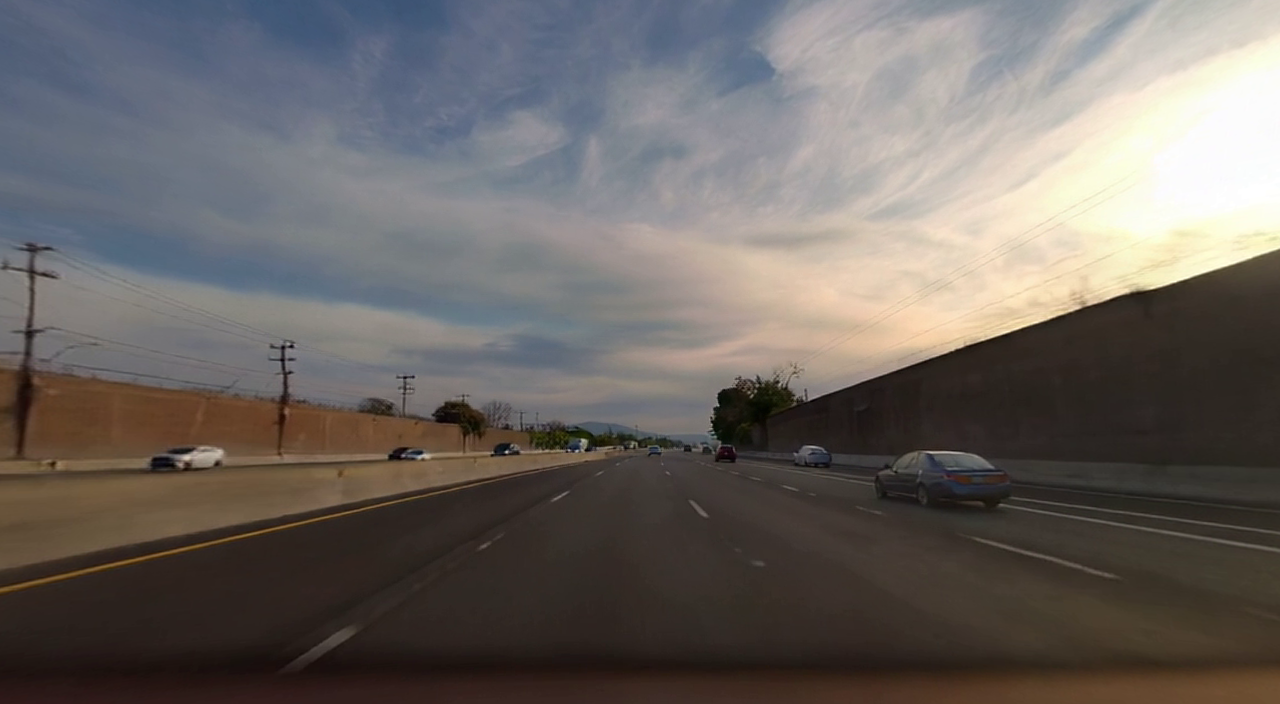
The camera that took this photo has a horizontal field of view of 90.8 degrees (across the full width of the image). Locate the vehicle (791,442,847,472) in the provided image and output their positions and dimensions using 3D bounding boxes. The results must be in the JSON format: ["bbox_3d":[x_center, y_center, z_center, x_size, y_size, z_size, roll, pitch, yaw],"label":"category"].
[{"bbox_3d":[11.061,6.527,39.374,2.151,1.734,4.519,0,-9,0],"label":"vehicle"}]

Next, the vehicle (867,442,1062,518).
[{"bbox_3d":[7.243,2.873,14.789,2.047,1.479,4.593,0,-9,-1],"label":"vehicle"}]

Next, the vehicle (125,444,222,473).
[{"bbox_3d":[-25.941,5.925,35.368,1.867,1.484,4.596,0,-9,1],"label":"vehicle"}]
